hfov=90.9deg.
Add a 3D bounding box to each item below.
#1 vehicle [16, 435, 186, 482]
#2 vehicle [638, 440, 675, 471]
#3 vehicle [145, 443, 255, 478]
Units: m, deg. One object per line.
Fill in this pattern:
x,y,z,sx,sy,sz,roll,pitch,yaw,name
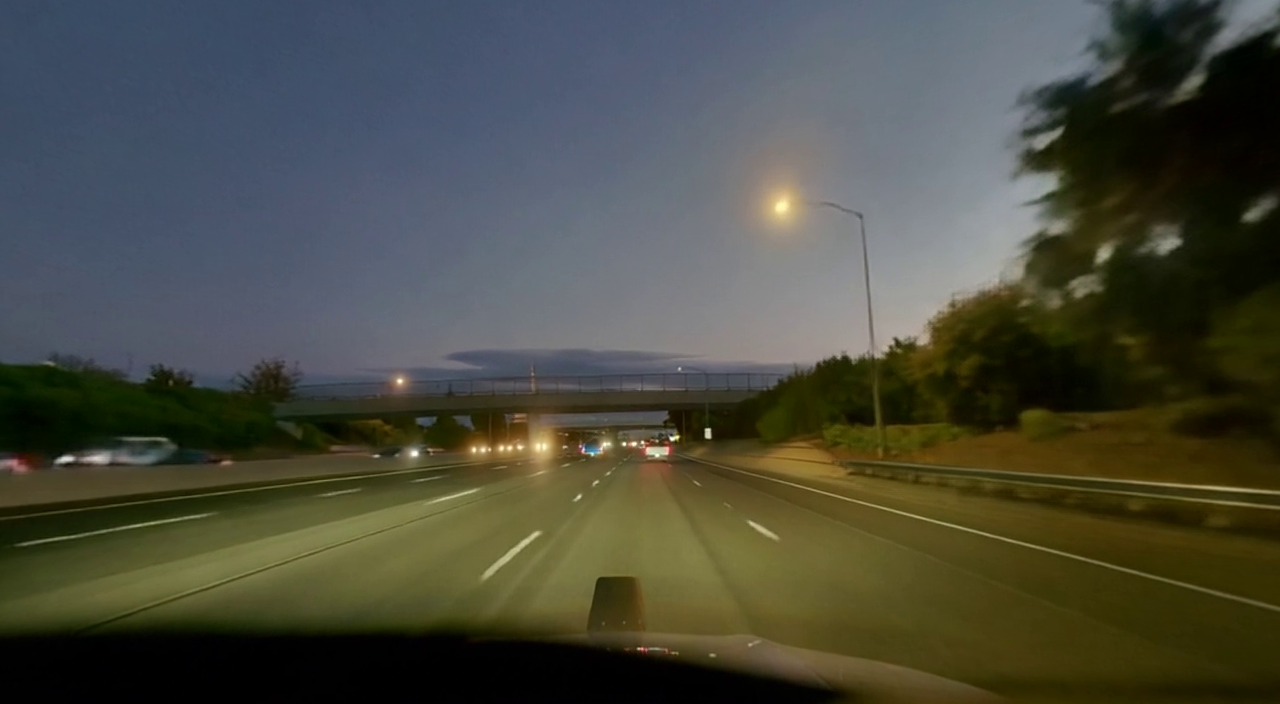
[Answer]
-23.500,4.657,27.961,2.204,1.850,5.937,0,-9,2,vehicle
0.945,6.004,36.833,2.010,1.637,4.940,0,-9,1,vehicle
-19.643,4.847,28.403,1.838,1.449,4.217,0,-9,1,vehicle
